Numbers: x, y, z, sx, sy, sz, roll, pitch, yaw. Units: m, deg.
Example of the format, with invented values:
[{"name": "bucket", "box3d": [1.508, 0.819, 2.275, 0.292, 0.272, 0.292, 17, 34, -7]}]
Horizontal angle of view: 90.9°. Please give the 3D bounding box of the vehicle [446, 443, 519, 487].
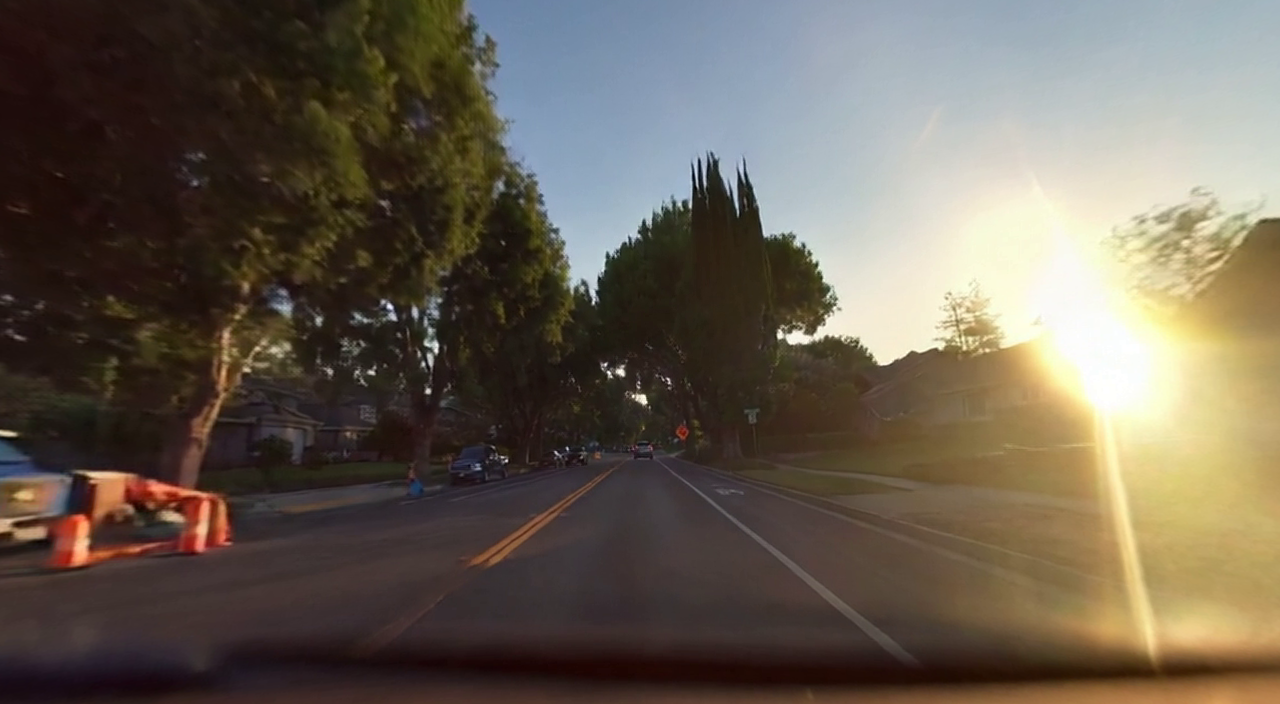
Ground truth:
[{"name": "vehicle", "box3d": [-8.199, 5.870, 33.384, 2.422, 1.855, 6.165, -4, -7, -2]}]
